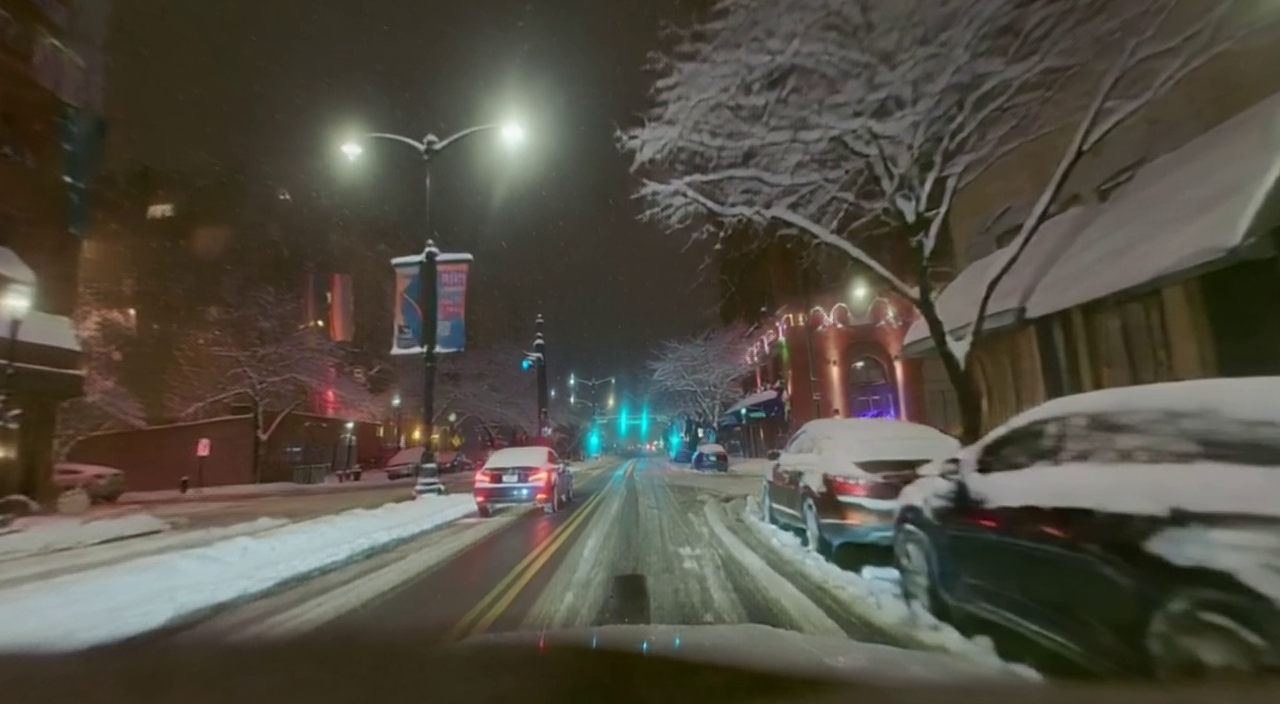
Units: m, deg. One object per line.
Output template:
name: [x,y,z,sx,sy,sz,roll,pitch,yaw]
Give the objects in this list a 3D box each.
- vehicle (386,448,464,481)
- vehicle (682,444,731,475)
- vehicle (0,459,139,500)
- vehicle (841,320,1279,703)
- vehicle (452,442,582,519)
vehicle: [-12.323,6.360,35.985,4.737,1.741,2.092,-8,-11,42]
vehicle: [3.396,5.564,32.983,1.950,1.462,4.807,0,-8,-1]
vehicle: [-23.732,5.246,26.029,4.358,1.522,1.970,-1,-8,2]
vehicle: [3.065,1.050,3.881,1.997,1.773,4.657,0,-8,-1]
vehicle: [-2.563,2.794,14.307,2.030,1.436,4.388,-1,-8,1]
